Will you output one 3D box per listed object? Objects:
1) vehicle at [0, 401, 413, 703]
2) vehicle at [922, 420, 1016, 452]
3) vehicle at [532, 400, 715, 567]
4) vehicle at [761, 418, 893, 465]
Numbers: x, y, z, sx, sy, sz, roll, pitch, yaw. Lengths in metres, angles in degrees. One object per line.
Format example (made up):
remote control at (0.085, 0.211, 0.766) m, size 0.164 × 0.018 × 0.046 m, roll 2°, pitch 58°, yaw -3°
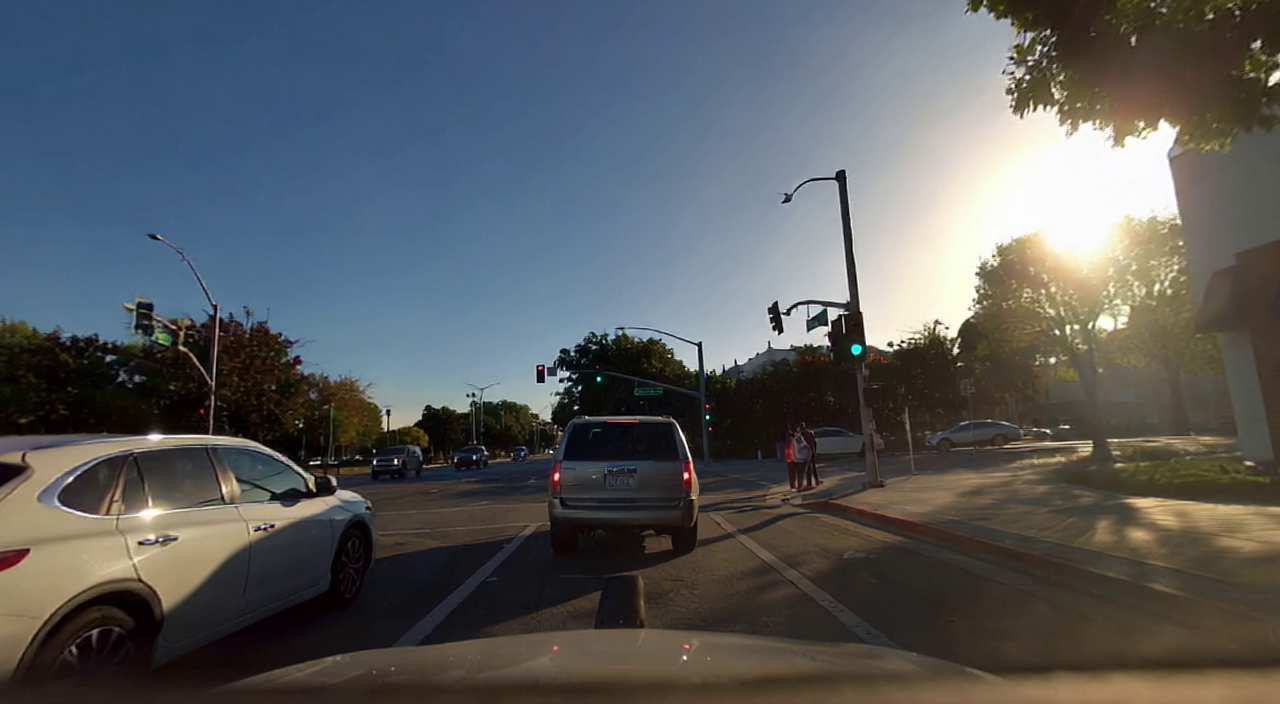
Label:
vehicle at (-3.376, 1.261, 4.558) m, size 2.011 × 1.527 × 4.008 m, roll 0°, pitch -8°, yaw -1°
vehicle at (19.650, 5.041, 37.751) m, size 4.872 × 1.806 × 2.107 m, roll 3°, pitch -9°, yaw -20°
vehicle at (-0.186, 1.799, 9.332) m, size 2.059 × 1.877 × 4.249 m, roll 0°, pitch -8°, yaw 0°
vehicle at (8.243, 4.039, 28.386) m, size 5.215 × 1.967 × 2.392 m, roll -1°, pitch -8°, yaw 4°
